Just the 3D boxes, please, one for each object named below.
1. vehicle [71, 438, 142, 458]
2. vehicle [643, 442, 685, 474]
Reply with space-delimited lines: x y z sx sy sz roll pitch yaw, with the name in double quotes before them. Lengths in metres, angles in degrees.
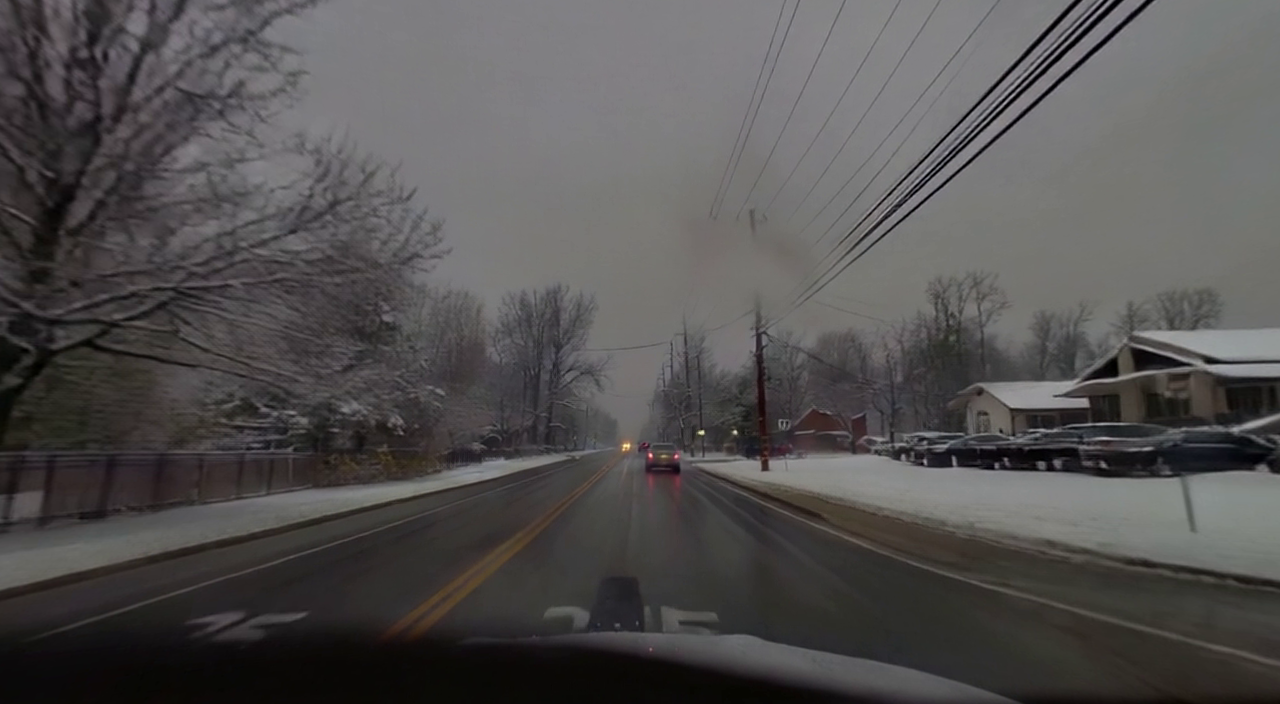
"vehicle" -40.352 7.256 47.817 3.825 1.441 1.672 0 -8 1
"vehicle" 1.126 5.221 31.294 1.975 1.497 3.647 0 -9 0
